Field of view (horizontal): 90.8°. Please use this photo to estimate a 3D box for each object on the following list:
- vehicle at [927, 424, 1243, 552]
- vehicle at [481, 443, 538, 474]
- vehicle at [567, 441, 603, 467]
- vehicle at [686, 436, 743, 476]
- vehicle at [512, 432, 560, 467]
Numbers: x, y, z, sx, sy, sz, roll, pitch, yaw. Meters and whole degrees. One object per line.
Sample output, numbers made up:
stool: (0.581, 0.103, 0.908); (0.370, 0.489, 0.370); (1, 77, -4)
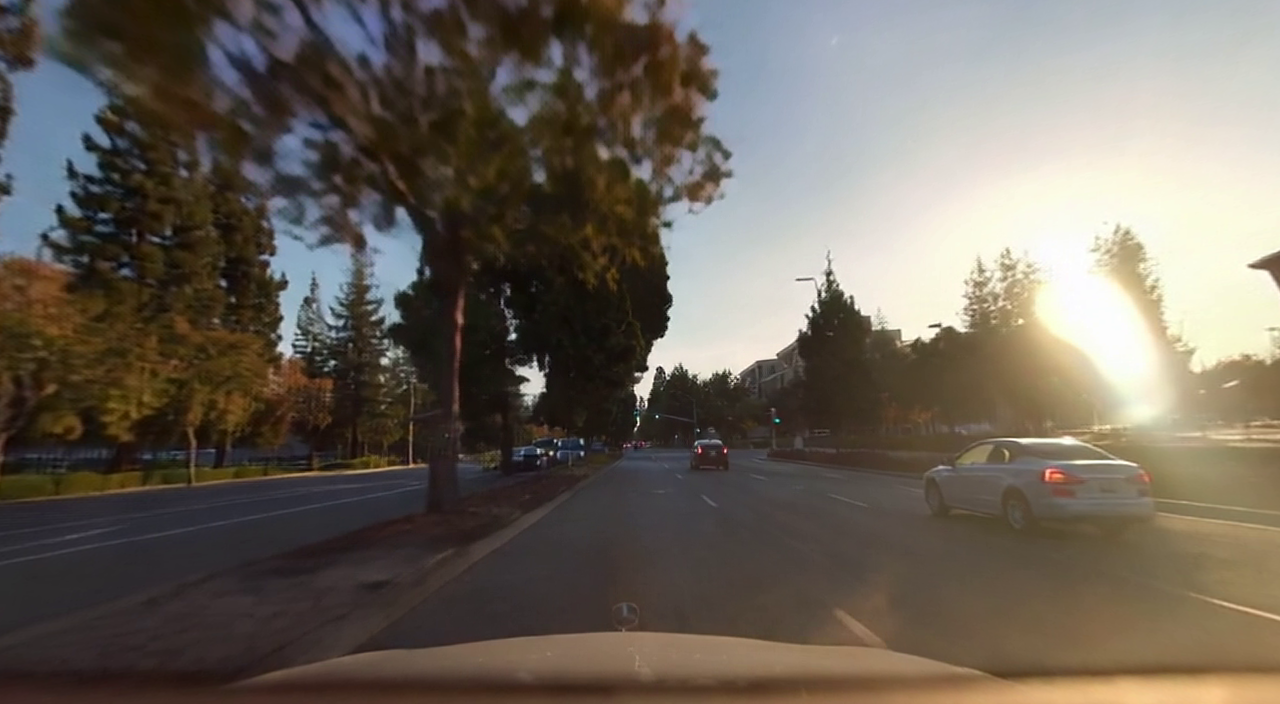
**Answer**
vehicle: (6.725, 2.068, 10.324); (2.000, 1.618, 4.238); (0, -9, -1)
vehicle: (-6.638, 5.451, 32.544); (1.970, 1.483, 4.269); (-1, -8, 0)
vehicle: (-3.559, 6.723, 41.664); (1.948, 1.595, 4.256); (-1, -8, 0)
vehicle: (3.495, 4.992, 30.593); (2.095, 1.759, 4.862); (0, -9, -1)
vehicle: (-6.678, 6.368, 41.279); (2.141, 2.111, 5.940); (-1, -9, 0)
